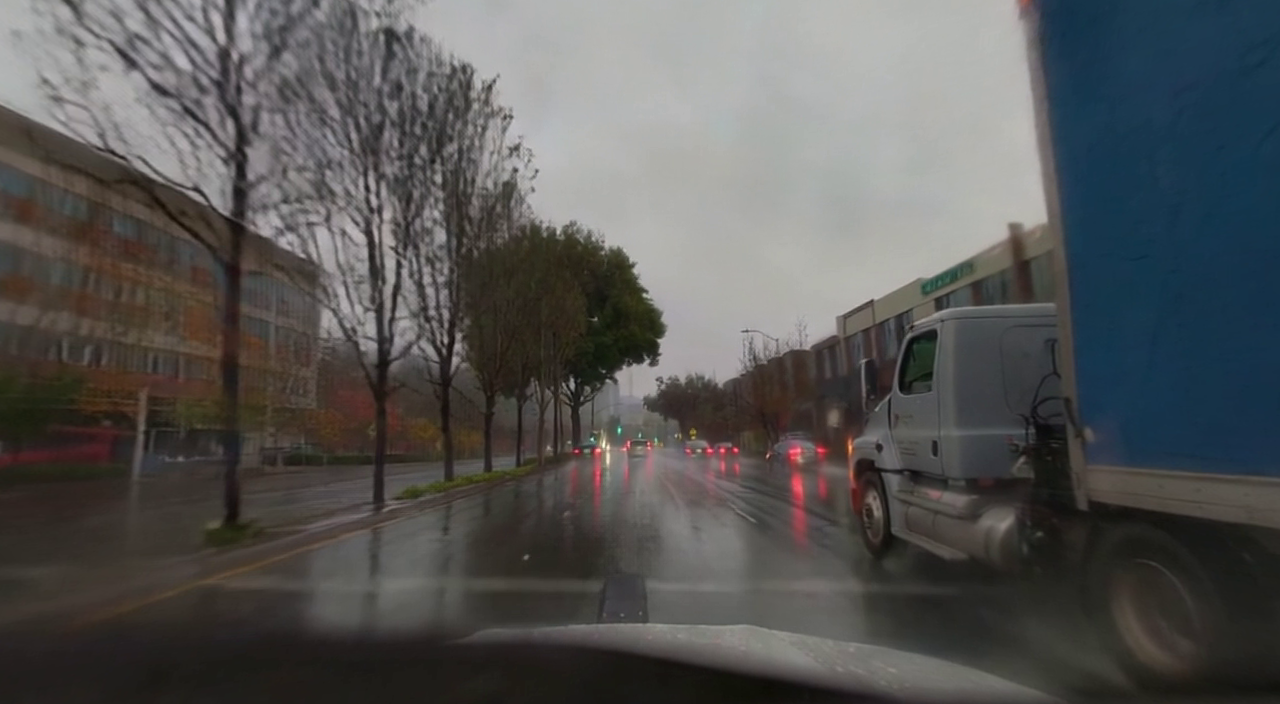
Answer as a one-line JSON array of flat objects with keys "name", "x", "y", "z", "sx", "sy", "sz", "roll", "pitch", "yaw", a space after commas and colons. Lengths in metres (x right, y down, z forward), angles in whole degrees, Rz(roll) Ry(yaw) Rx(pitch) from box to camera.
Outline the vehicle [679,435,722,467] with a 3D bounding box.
[{"name": "vehicle", "x": 3.732, "y": 6.209, "z": 39.605, "sx": 2.196, "sy": 1.908, "sz": 4.412, "roll": 0, "pitch": -8, "yaw": -1}]

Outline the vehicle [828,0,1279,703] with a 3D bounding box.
[{"name": "vehicle", "x": 3.749, "y": -0.162, "z": 3.301, "sx": 3.006, "sy": 3.679, "sz": 8.506, "roll": 0, "pitch": -8, "yaw": 1}]

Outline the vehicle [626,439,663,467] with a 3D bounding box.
[{"name": "vehicle", "x": 0.273, "y": 6.533, "z": 40.965, "sx": 2.276, "sy": 1.704, "sz": 3.925, "roll": 0, "pitch": -8, "yaw": 0}]

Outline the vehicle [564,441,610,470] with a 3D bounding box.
[{"name": "vehicle", "x": -2.979, "y": 5.969, "z": 36.529, "sx": 2.211, "sy": 1.537, "sz": 4.666, "roll": 0, "pitch": -8, "yaw": 1}]

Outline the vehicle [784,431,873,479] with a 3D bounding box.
[{"name": "vehicle", "x": 7.803, "y": 4.322, "z": 26.697, "sx": 2.174, "sy": 1.793, "sz": 5.061, "roll": 0, "pitch": -8, "yaw": -1}]
